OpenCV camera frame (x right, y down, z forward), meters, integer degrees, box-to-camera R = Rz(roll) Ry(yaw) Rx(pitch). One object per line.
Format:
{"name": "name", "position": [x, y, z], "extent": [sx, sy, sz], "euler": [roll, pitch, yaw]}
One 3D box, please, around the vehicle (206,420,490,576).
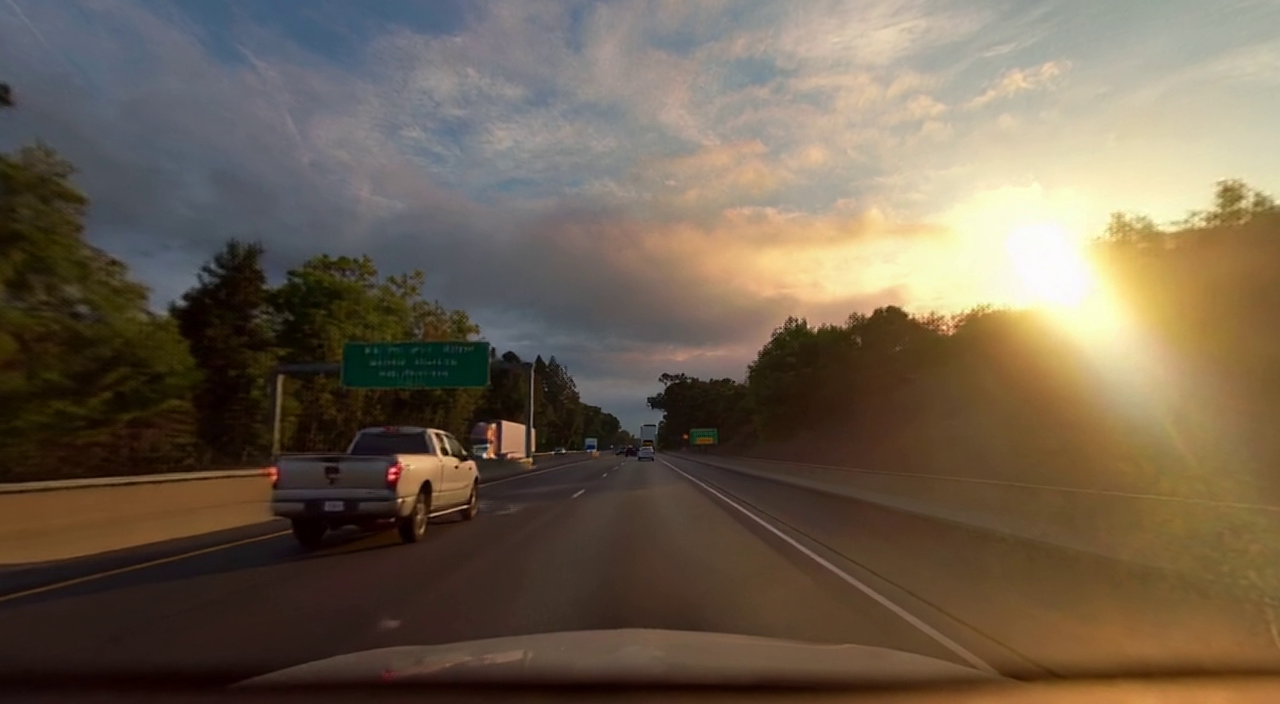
{"name": "vehicle", "position": [-3.594, 1.863, 8.766], "extent": [2.009, 1.638, 3.968], "euler": [0, -9, 0]}
